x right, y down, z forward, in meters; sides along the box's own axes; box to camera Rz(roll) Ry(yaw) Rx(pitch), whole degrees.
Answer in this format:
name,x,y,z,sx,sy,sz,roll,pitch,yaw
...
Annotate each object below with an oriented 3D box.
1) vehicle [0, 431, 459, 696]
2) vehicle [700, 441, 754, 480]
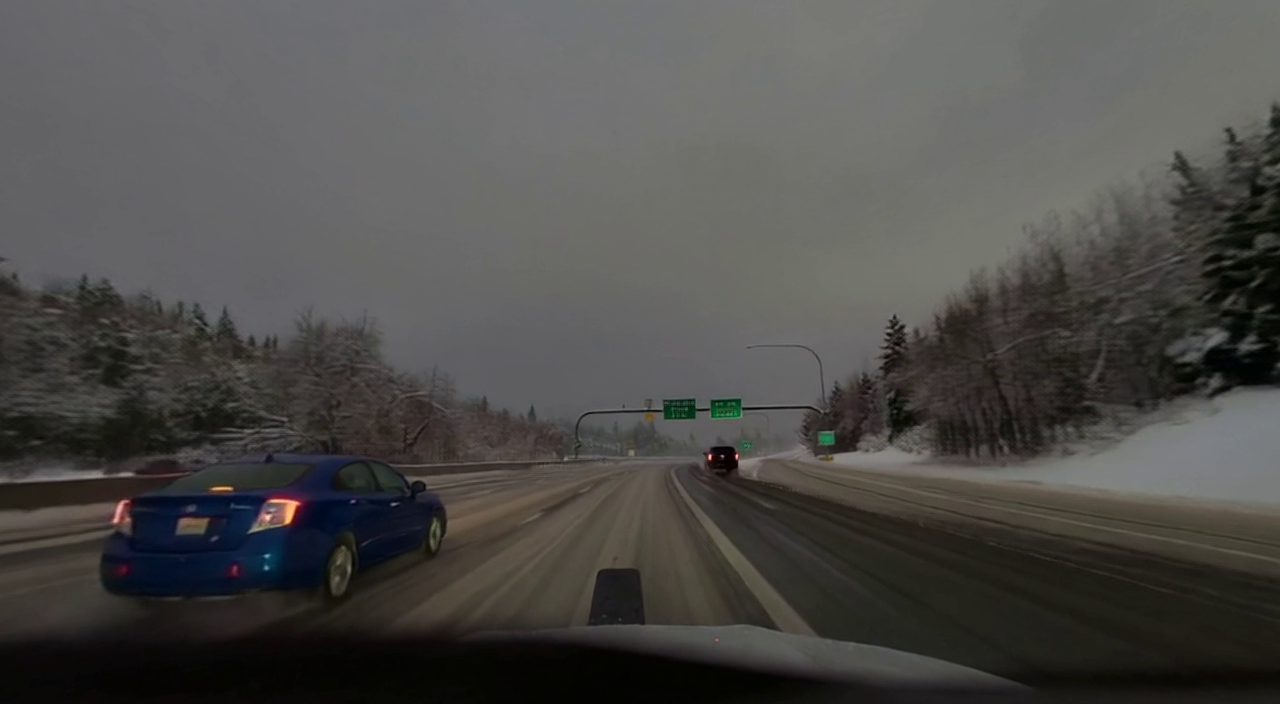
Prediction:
name,x,y,z,sx,sy,sz,roll,pitch,yaw
vehicle,-3.342,1.580,5.878,1.937,1.490,4.372,-1,-9,1
vehicle,4.400,5.568,32.496,2.225,1.833,4.340,-1,-9,1
